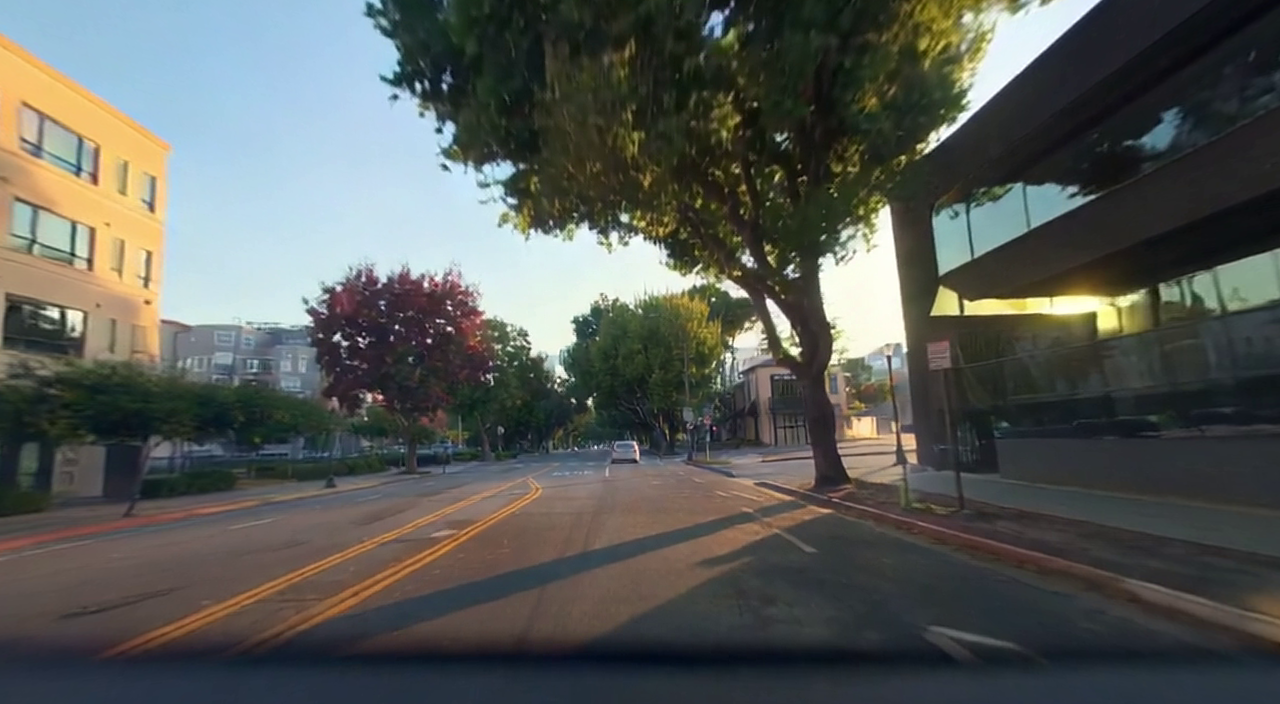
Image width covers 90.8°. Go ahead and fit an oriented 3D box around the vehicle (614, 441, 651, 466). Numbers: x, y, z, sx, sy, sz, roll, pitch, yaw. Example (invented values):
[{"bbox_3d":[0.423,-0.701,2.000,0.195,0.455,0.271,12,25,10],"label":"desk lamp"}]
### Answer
[{"bbox_3d":[-0.535,6.169,38.638,2.131,1.474,4.146,0,-8,-2],"label":"vehicle"}]
